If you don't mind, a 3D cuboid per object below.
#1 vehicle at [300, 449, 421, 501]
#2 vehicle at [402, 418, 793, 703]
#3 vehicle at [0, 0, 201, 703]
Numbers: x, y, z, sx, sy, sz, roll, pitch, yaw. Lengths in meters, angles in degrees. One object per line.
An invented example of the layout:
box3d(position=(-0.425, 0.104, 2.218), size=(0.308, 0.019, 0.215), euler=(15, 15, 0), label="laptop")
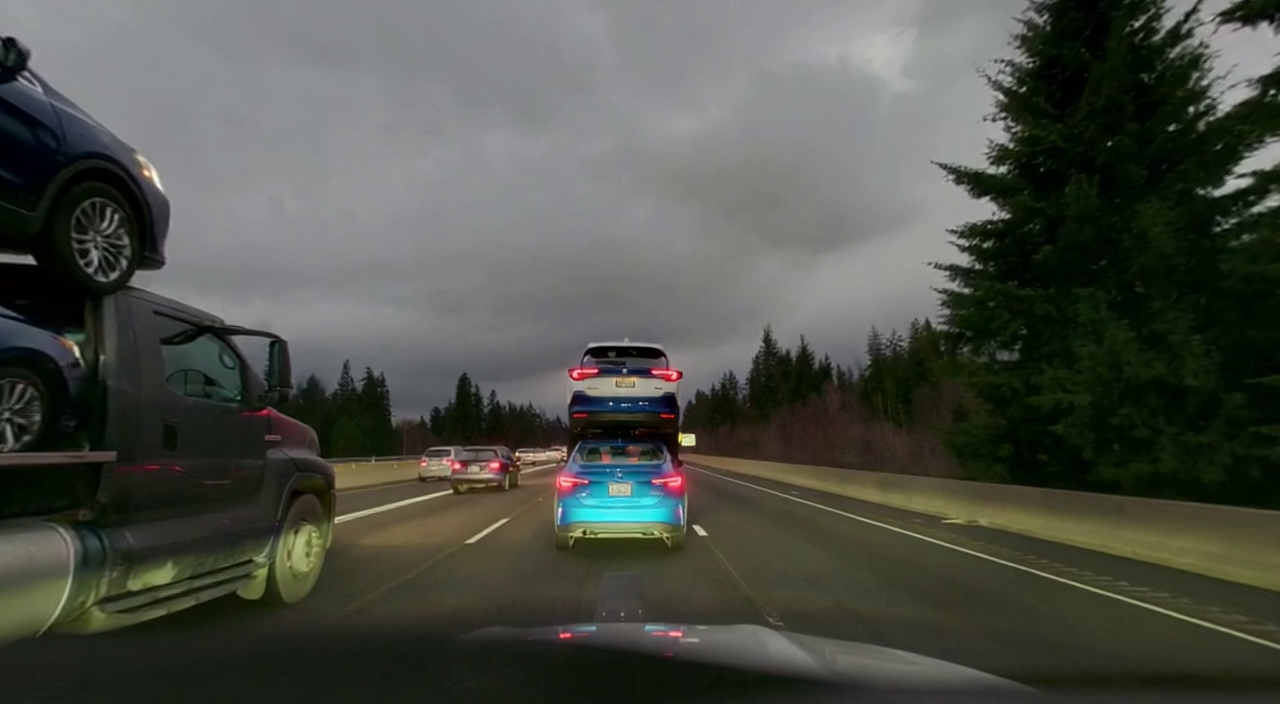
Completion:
box3d(position=(-8.775, 3.866, 20.311), size=(1.834, 1.469, 4.362), euler=(0, -9, 1), label="vehicle")
box3d(position=(-0.254, 1.367, 4.996), size=(1.991, 1.507, 3.391), euler=(0, -9, -1), label="vehicle")
box3d(position=(-4.489, -0.329, 1.093), size=(2.963, 3.836, 6.016), euler=(0, -9, -1), label="vehicle")
